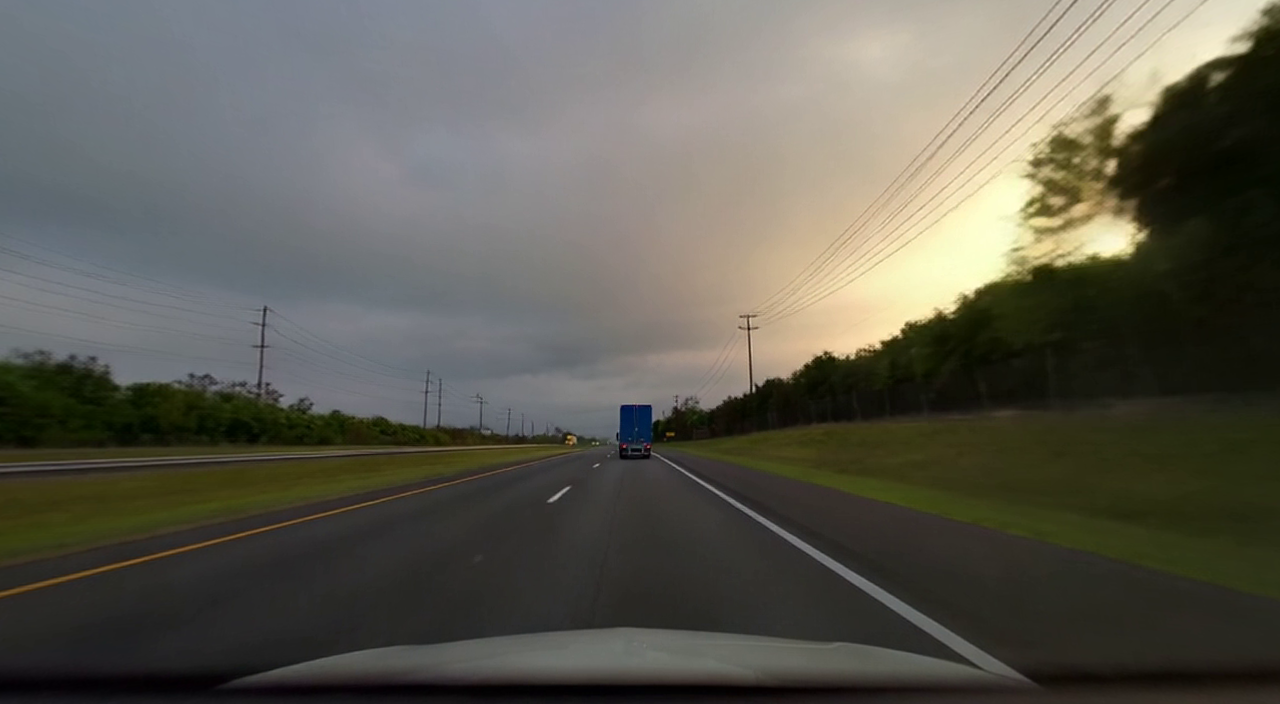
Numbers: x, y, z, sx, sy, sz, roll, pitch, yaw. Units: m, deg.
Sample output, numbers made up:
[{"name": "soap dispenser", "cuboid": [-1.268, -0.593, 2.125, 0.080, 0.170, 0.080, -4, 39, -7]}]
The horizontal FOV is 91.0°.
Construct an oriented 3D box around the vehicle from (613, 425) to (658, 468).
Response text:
[{"name": "vehicle", "cuboid": [-0.299, 5.053, 33.942, 2.240, 2.129, 4.480, 0, -8, -2]}]
